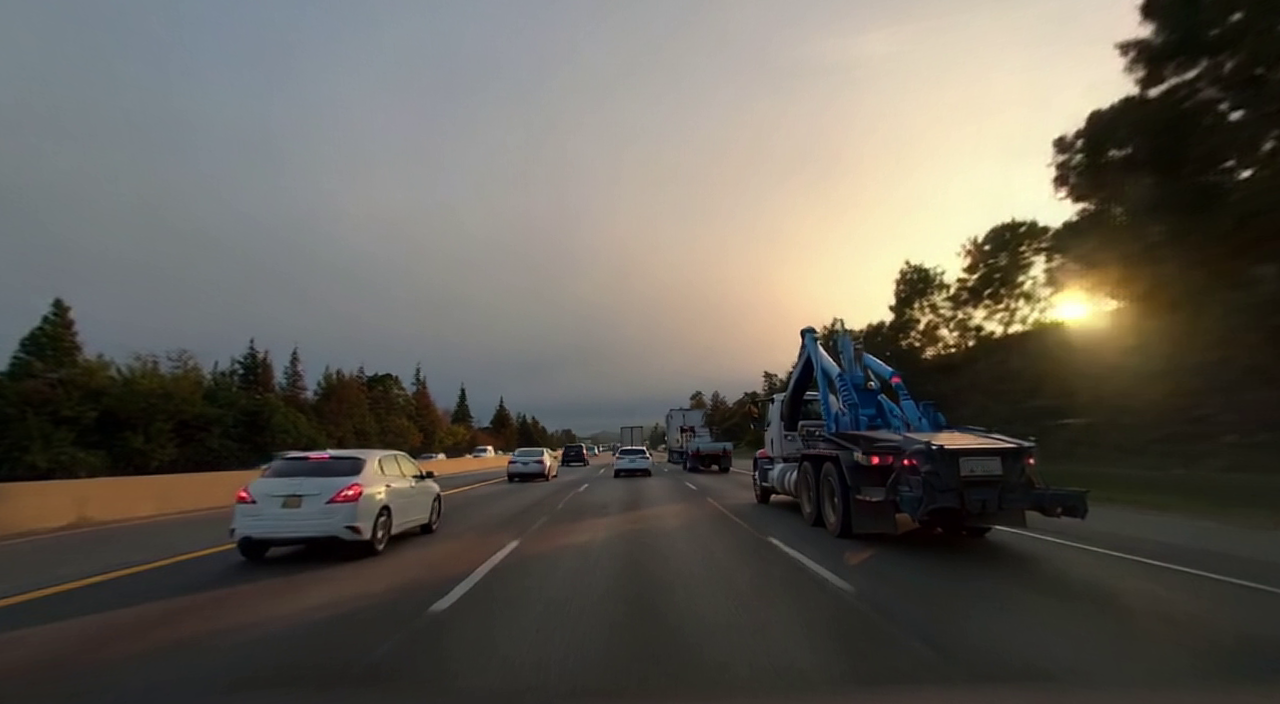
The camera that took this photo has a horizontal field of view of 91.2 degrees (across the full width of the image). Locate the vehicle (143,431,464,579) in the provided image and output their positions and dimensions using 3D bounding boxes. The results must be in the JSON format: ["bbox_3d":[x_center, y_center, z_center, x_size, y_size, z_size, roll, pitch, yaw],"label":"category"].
[{"bbox_3d":[-4.156,1.959,8.911,1.880,1.507,4.757,0,-9,1],"label":"vehicle"}]

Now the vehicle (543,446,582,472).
[{"bbox_3d":[-4.812,6.689,39.268,1.924,1.481,4.264,0,-9,0],"label":"vehicle"}]

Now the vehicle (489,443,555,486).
[{"bbox_3d":[-4.597,4.429,24.957,1.858,1.527,3.974,0,-9,0],"label":"vehicle"}]

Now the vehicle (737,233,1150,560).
[{"bbox_3d":[3.924,1.075,11.114,2.975,3.618,8.456,0,-9,0],"label":"vehicle"}]

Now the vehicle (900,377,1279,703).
[{"bbox_3d":[4.076,1.081,3.699,2.599,1.631,5.693,0,-9,0],"label":"vehicle"}]

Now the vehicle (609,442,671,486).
[{"bbox_3d":[-0.051,4.226,23.903,2.150,1.498,3.988,0,-9,-2],"label":"vehicle"}]

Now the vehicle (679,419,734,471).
[{"bbox_3d":[3.866,5.634,37.940,2.416,2.829,7.016,0,-9,-1],"label":"vehicle"}]
